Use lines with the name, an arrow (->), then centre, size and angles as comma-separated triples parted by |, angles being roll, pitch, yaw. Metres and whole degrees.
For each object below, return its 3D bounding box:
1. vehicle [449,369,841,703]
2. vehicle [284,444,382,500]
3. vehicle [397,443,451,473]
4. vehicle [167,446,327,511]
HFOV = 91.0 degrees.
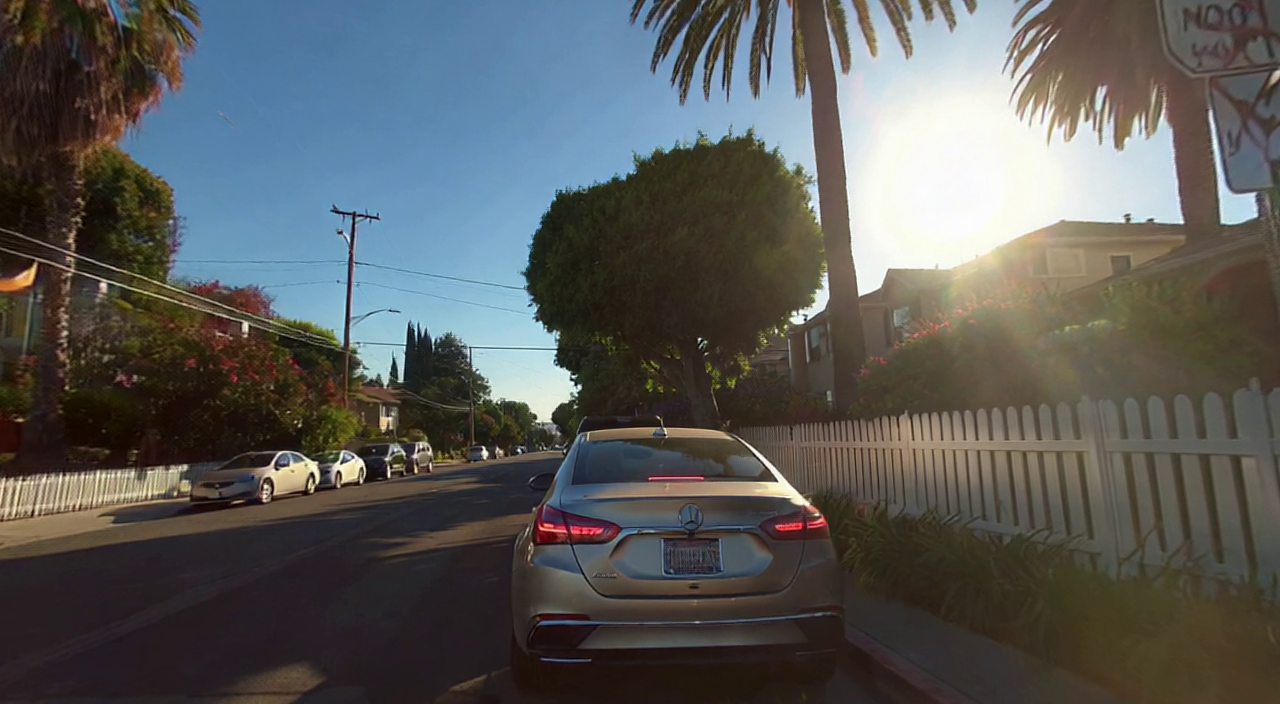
vehicle -> -0.135, 1.214, 5.005 | 1.894, 1.695, 3.795 | 1, -8, -6
vehicle -> -12.151, 4.709, 25.273 | 2.048, 1.485, 4.757 | -4, -4, -7
vehicle -> -13.164, 6.466, 38.706 | 2.060, 1.689, 4.999 | 1, -8, -7
vehicle -> -11.399, 3.654, 18.804 | 2.017, 1.627, 5.039 | 1, -8, -7
